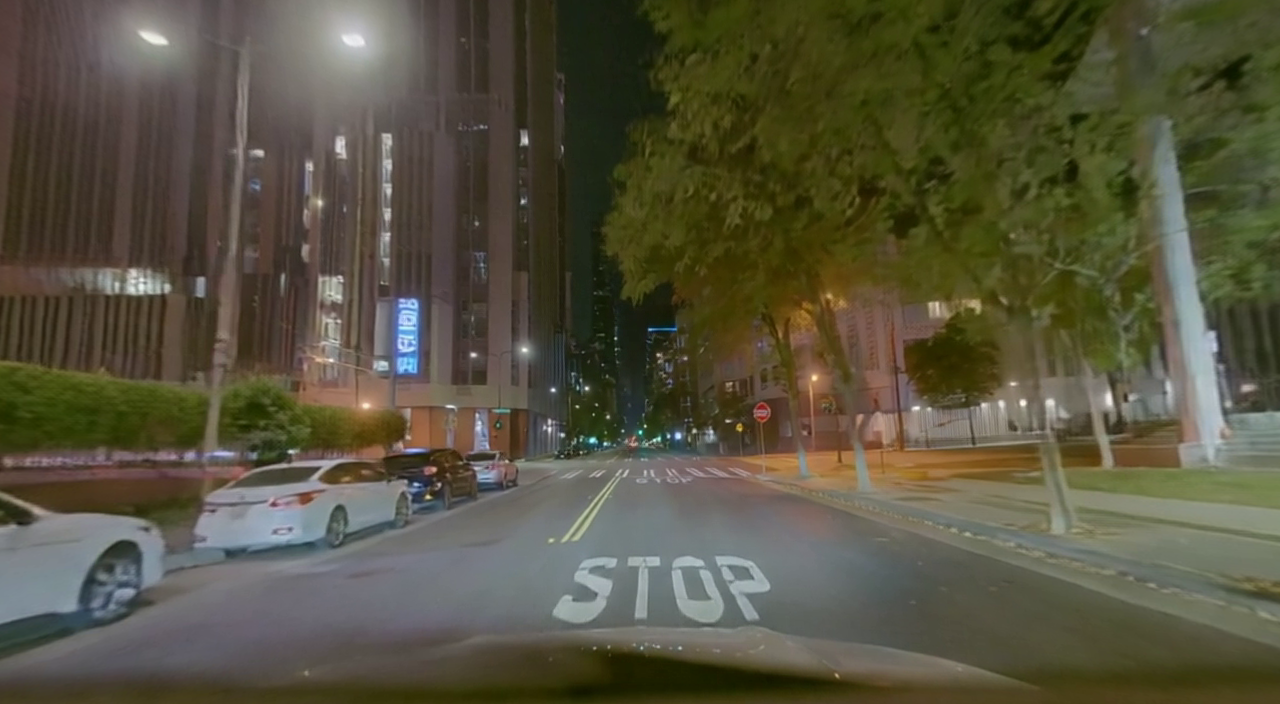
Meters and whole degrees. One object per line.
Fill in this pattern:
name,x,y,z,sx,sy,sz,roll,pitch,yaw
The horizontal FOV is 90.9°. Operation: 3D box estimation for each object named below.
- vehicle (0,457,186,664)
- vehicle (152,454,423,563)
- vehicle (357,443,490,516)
vehicle,-5.619,1.508,4.299,1.834,1.463,4.337,0,-8,-1
vehicle,-5.683,2.544,11.062,2.131,1.407,4.547,0,-8,0
vehicle,-5.492,3.243,16.686,1.901,1.631,4.570,0,-8,0
